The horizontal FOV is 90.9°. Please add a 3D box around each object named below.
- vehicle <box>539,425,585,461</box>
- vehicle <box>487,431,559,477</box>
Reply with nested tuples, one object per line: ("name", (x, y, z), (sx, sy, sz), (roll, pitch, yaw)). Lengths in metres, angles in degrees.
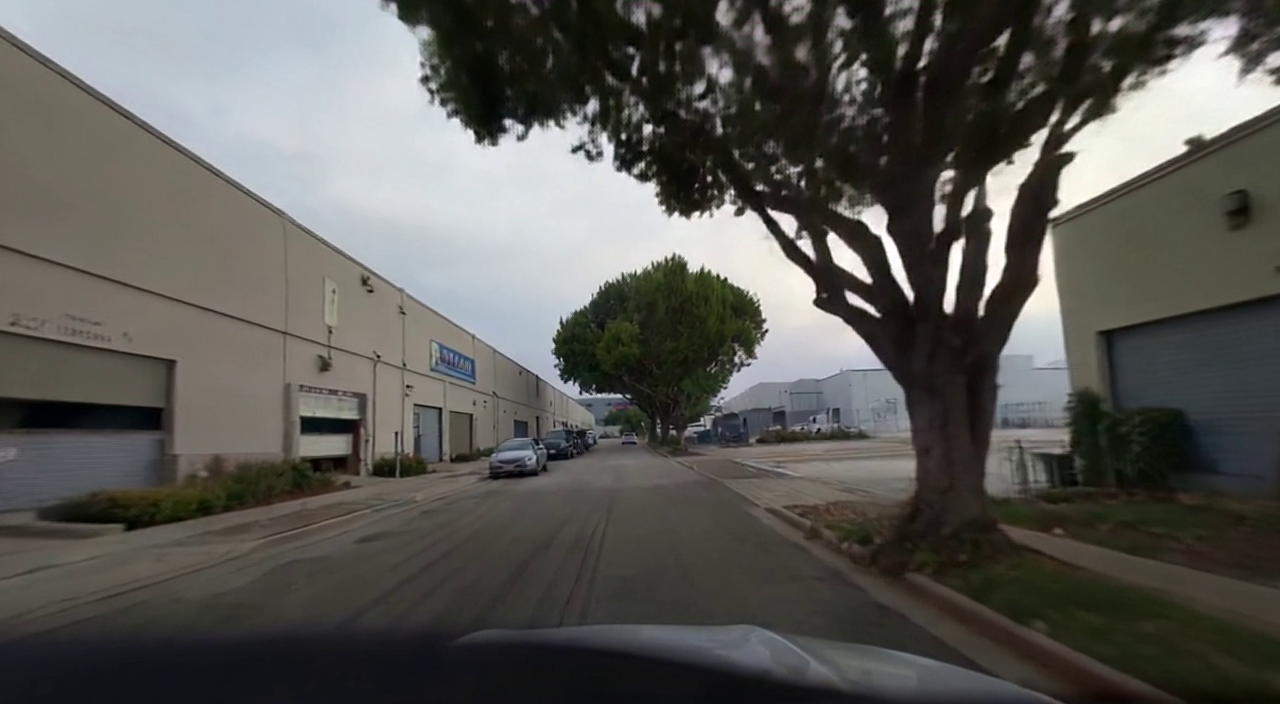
("vehicle", (-4.501, 5.421, 37.126), (2.161, 1.843, 5.181), (-4, -10, -2))
("vehicle", (-4.547, 4.057, 25.100), (2.040, 1.501, 4.440), (-4, -9, -1))
